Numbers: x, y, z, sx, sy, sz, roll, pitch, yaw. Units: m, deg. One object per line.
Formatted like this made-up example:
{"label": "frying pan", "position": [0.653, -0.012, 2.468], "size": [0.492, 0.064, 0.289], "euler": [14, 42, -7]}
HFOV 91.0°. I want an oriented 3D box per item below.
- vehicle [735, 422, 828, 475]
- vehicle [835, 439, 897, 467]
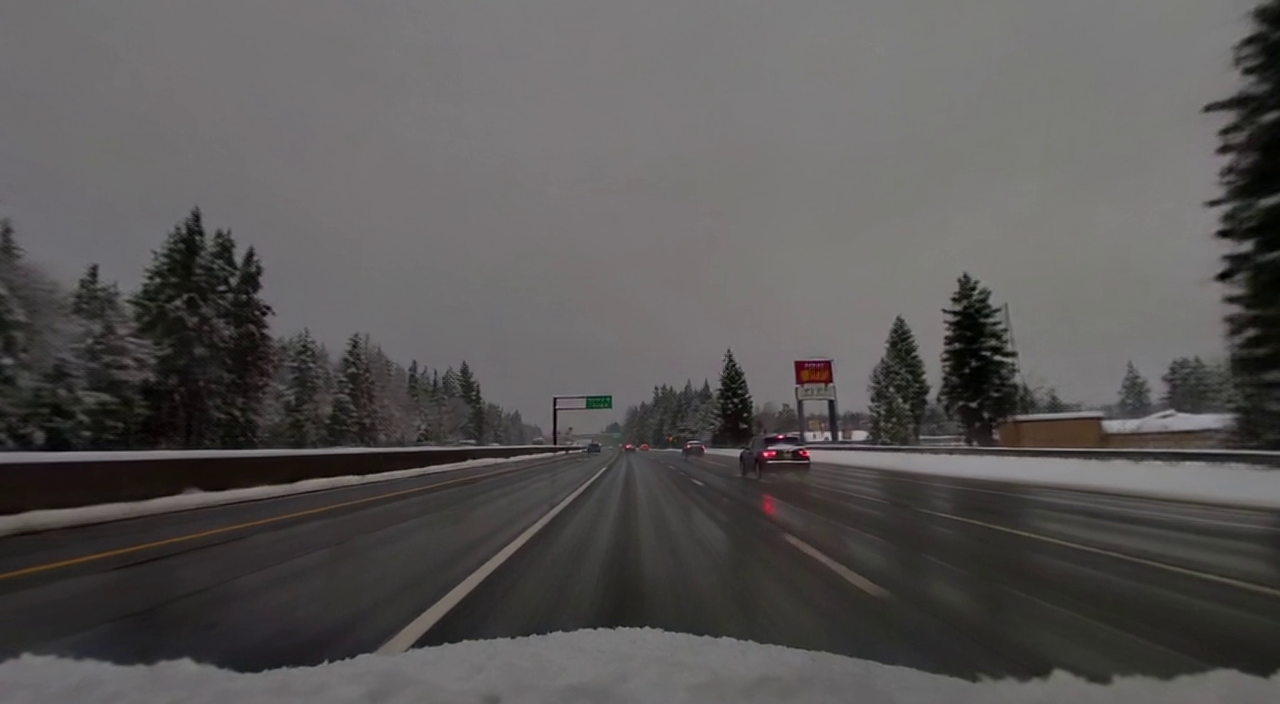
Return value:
{"label": "vehicle", "position": [6.989, 4.940, 32.335], "size": [2.779, 2.339, 8.073], "euler": [0, -9, -1]}
{"label": "vehicle", "position": [13.969, 6.268, 39.167], "size": [2.072, 1.611, 4.387], "euler": [0, -9, -2]}
